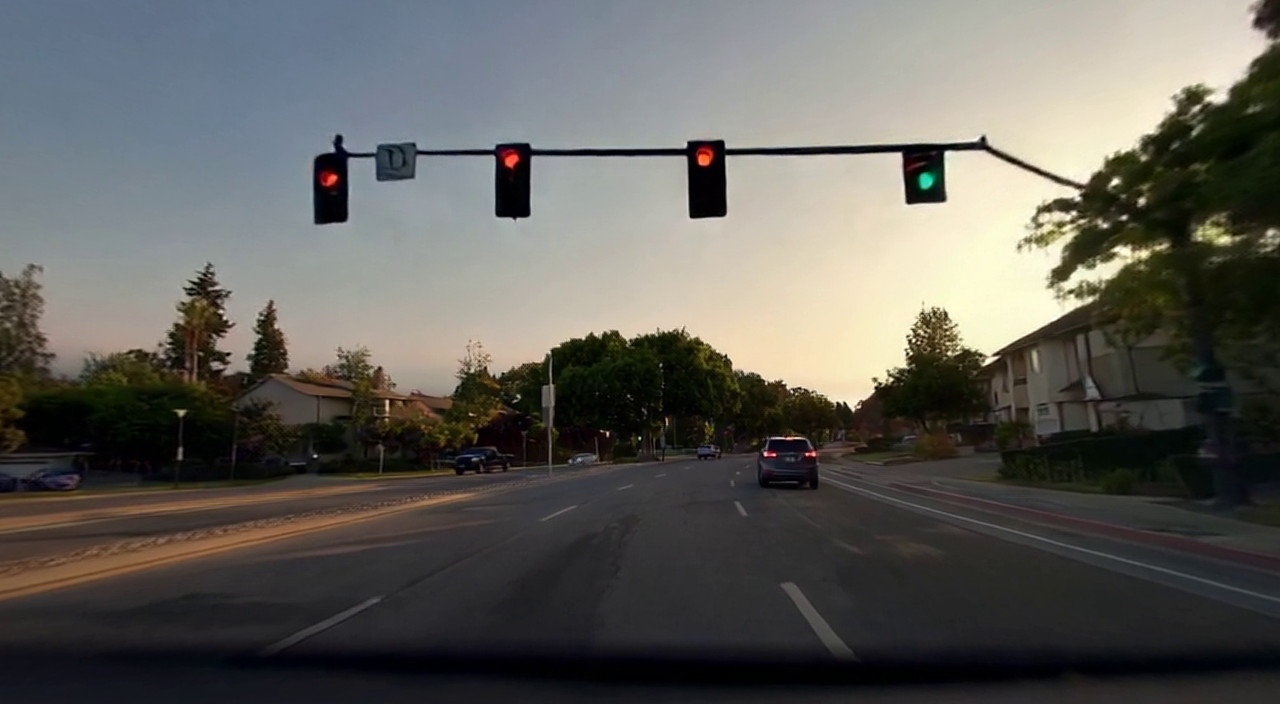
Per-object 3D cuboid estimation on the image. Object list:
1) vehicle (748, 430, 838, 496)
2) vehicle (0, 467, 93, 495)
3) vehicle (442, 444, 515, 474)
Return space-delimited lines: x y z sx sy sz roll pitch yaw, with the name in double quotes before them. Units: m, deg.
"vehicle" 4.740 3.505 20.301 2.141 1.833 4.704 -1 -8 6
"vehicle" -34.493 7.372 36.202 4.283 1.478 2.003 0 -8 2
"vehicle" -11.353 7.585 45.019 2.555 2.009 6.050 -2 -9 12
